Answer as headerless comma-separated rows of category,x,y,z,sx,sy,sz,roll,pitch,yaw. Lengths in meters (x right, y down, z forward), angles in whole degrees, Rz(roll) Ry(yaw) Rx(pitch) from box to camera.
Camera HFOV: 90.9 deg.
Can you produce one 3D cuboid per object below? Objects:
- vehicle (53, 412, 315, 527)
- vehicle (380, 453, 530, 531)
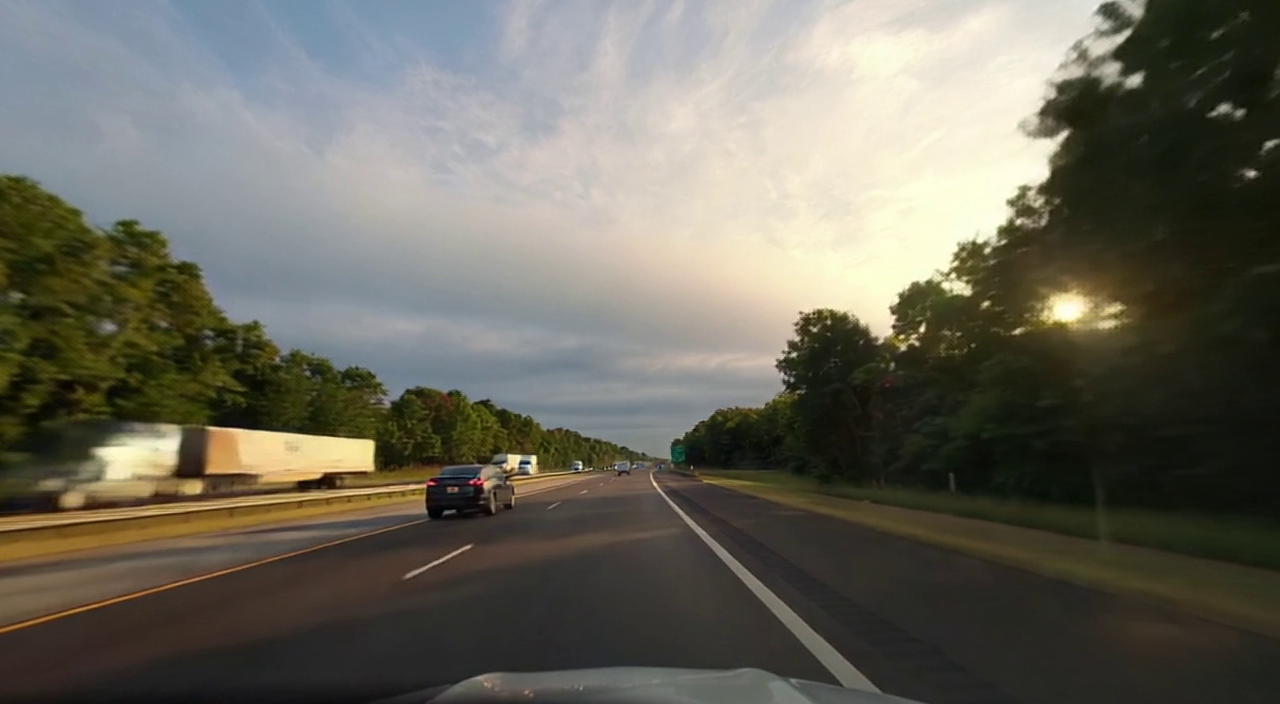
vehicle,-13.576,3.670,19.856,2.731,2.903,7.291,1,-10,0
vehicle,-3.992,3.134,14.534,2.043,1.486,4.442,0,-10,1
